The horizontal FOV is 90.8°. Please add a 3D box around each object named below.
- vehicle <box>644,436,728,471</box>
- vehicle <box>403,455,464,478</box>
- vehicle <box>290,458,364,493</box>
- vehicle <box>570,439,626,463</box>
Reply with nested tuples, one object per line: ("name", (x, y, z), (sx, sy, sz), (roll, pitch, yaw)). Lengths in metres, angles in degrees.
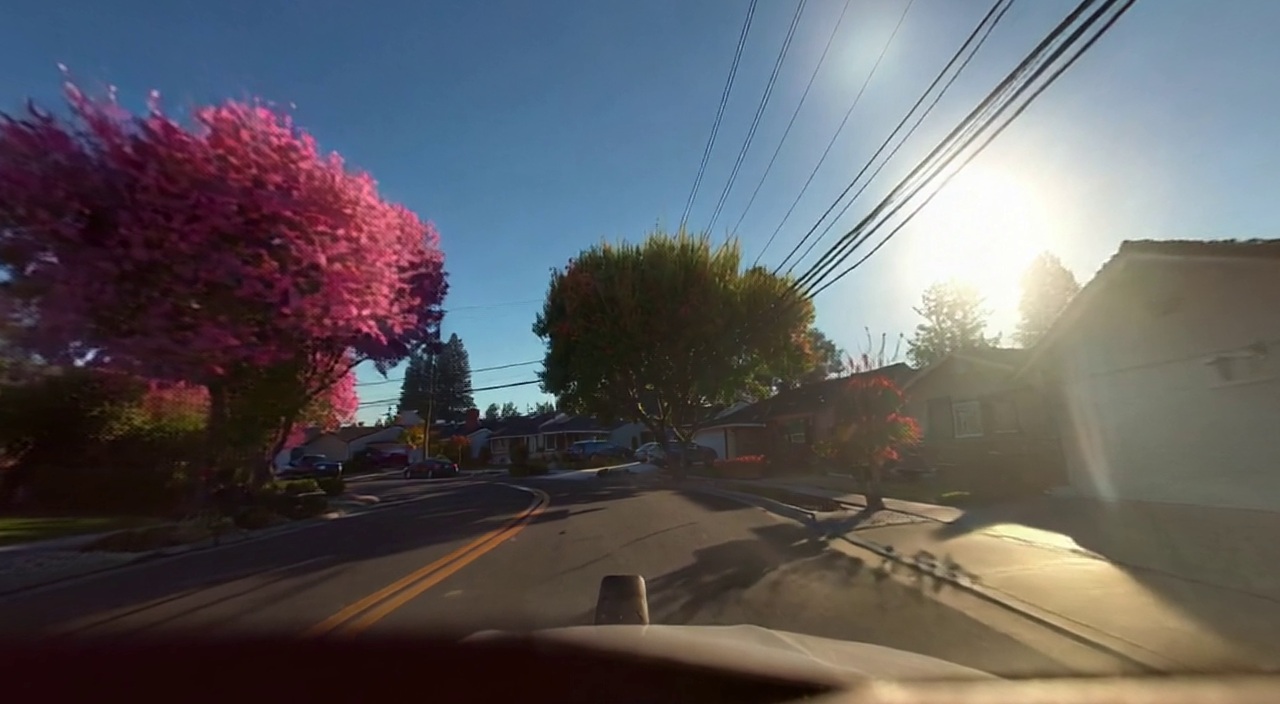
("vehicle", (2.717, 5.912, 36.955), (4.459, 1.738, 1.930), (1, -8, -28))
("vehicle", (-14.674, 8.089, 44.785), (4.019, 1.484, 1.978), (-6, -10, 33))
("vehicle", (-17.254, 6.749, 34.806), (3.897, 1.493, 1.942), (-3, -6, 34))
("vehicle", (-3.229, 7.719, 49.332), (2.043, 1.819, 4.476), (-6, -10, 33))
